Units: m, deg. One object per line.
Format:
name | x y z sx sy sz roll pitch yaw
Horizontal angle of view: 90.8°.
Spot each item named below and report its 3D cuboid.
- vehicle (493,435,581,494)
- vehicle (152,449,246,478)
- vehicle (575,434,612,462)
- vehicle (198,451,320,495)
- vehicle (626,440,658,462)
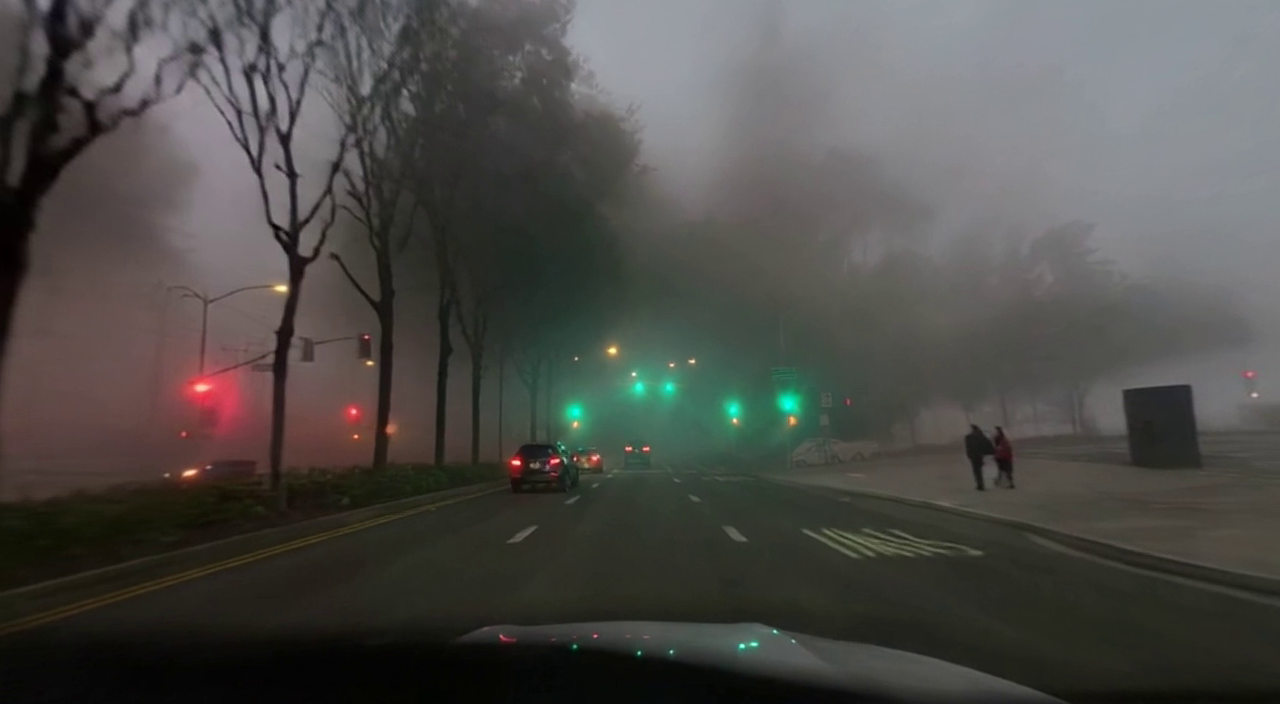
vehicle | -3.244 3.661 20.855 2.116 1.725 4.315 0 -9 1
vehicle | -29.688 7.506 42.603 4.684 1.806 2.073 0 -9 -1
vehicle | -3.196 6.756 44.495 2.152 1.802 4.628 -1 -9 1
vehicle | -14.659 4.636 24.677 1.918 1.513 4.581 0 -9 0
vehicle | 0.102 6.754 43.165 2.095 1.438 3.843 0 -9 0
